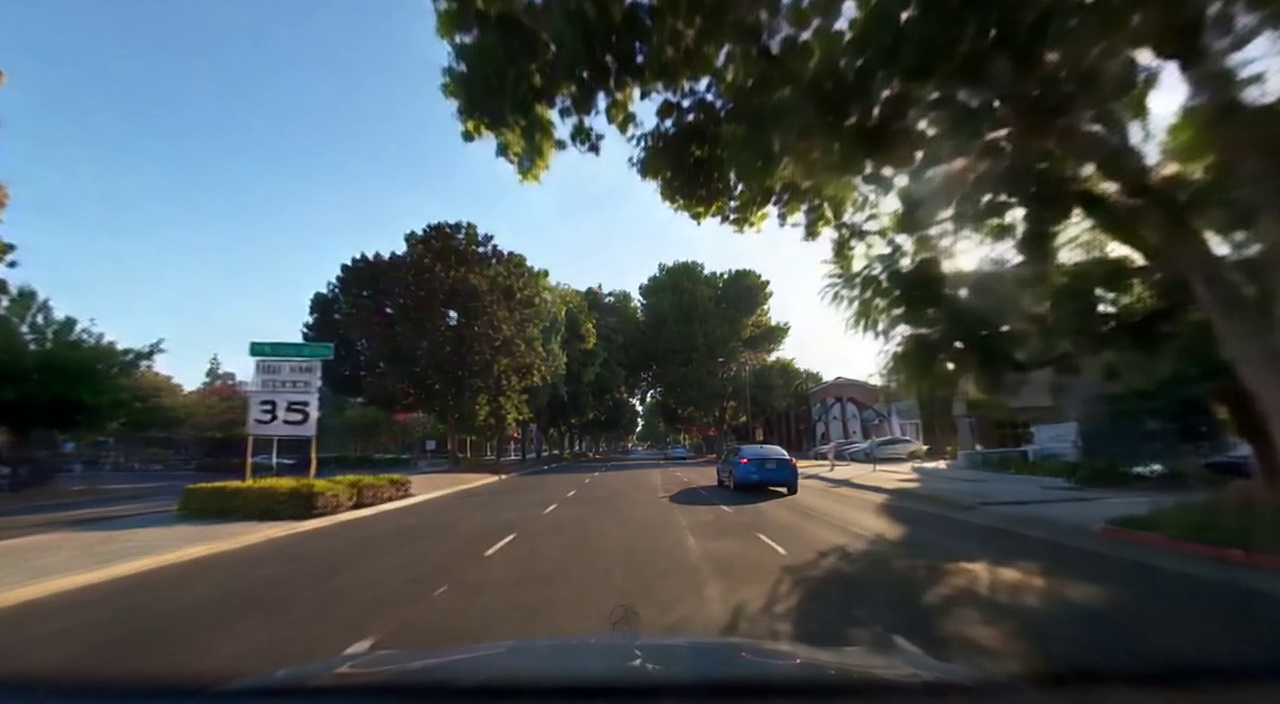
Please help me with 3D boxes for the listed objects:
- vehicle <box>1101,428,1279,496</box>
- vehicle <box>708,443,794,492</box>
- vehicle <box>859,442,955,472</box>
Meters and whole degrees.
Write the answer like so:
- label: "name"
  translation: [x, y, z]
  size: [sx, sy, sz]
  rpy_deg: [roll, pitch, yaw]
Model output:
- label: "vehicle"
  translation: [15.615, 2.950, 17.178]
  size: [4.404, 1.687, 2.206]
  rpy_deg: [0, -8, -2]
- label: "vehicle"
  translation: [3.695, 3.923, 21.931]
  size: [2.033, 1.482, 4.571]
  rpy_deg: [0, -8, -2]
- label: "vehicle"
  translation: [15.847, 6.221, 37.669]
  size: [4.684, 1.448, 2.090]
  rpy_deg: [-3, -8, -3]
